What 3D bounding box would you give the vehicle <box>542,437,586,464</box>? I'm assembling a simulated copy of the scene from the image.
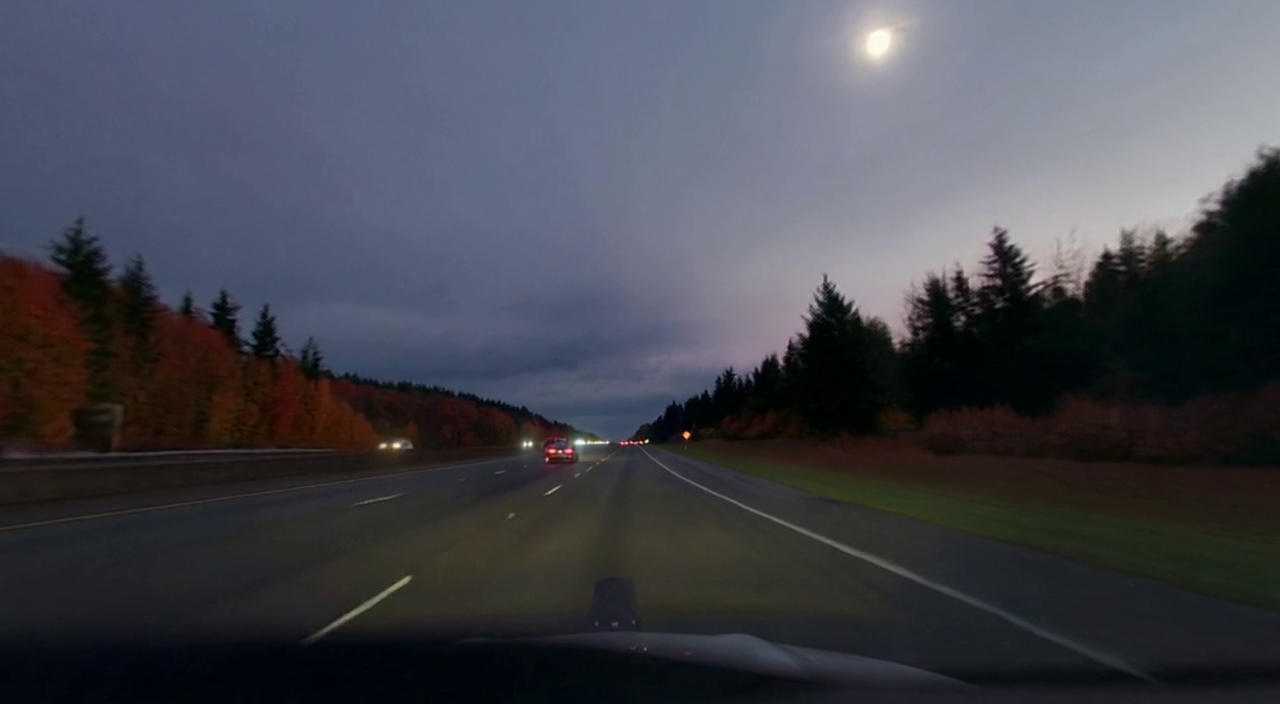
[{"bbox_3d":[-4.442,5.839,37.383,2.004,1.497,4.260,0,-8,1],"label":"vehicle"}]
